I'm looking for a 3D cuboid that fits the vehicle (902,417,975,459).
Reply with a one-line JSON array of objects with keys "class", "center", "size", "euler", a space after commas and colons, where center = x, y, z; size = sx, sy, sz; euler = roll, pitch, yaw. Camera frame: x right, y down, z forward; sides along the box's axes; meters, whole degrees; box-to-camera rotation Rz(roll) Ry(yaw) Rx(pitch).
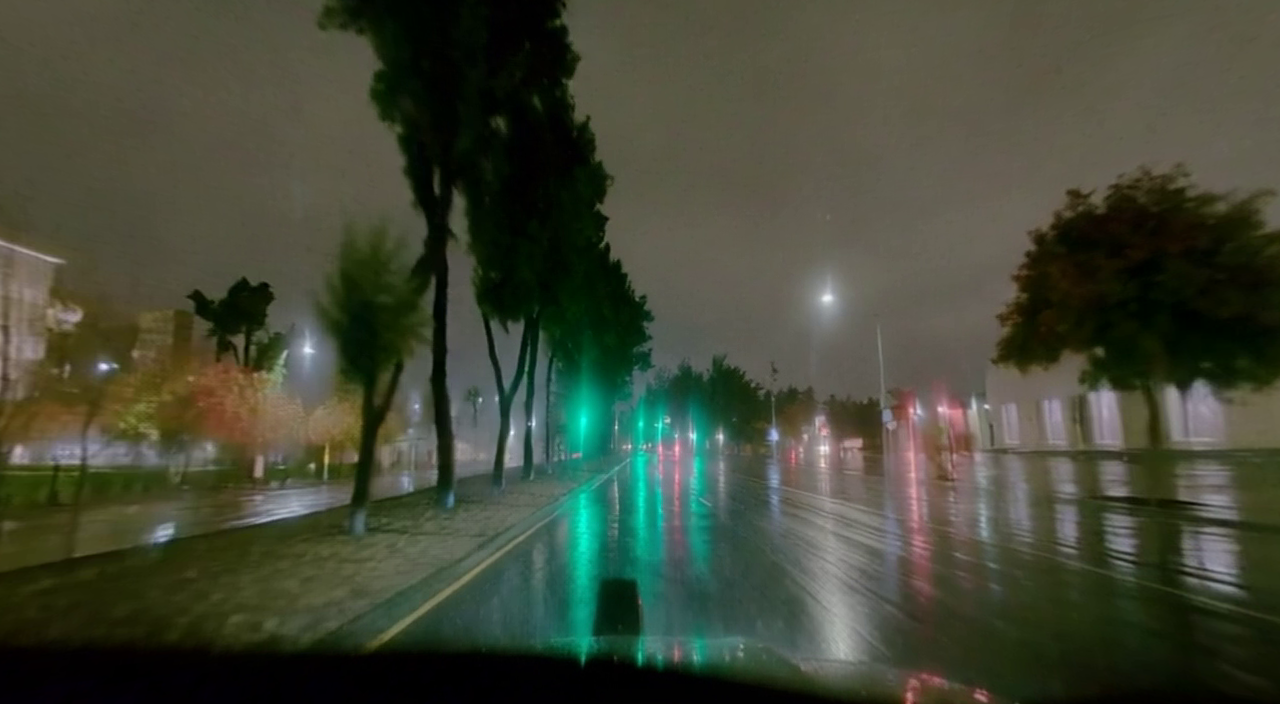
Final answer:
[{"class": "vehicle", "center": [21.824, 6.355, 46.565], "size": [2.400, 2.851, 5.992], "euler": [0, -8, 0]}]
